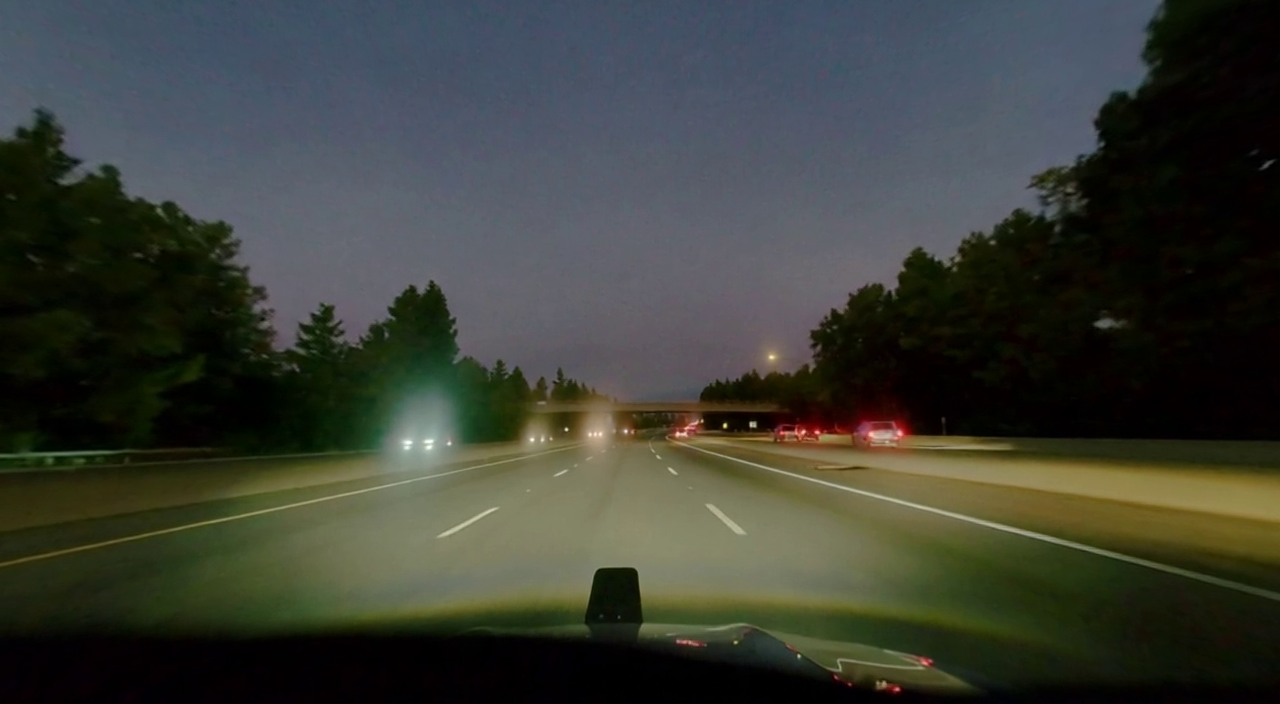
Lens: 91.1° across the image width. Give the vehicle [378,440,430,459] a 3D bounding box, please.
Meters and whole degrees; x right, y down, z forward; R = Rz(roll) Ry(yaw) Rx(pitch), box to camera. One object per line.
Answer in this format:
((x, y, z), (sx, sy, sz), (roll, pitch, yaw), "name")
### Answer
((-17.169, 7.094, 45.999), (2.058, 1.339, 4.443), (0, -8, 0), "vehicle")
